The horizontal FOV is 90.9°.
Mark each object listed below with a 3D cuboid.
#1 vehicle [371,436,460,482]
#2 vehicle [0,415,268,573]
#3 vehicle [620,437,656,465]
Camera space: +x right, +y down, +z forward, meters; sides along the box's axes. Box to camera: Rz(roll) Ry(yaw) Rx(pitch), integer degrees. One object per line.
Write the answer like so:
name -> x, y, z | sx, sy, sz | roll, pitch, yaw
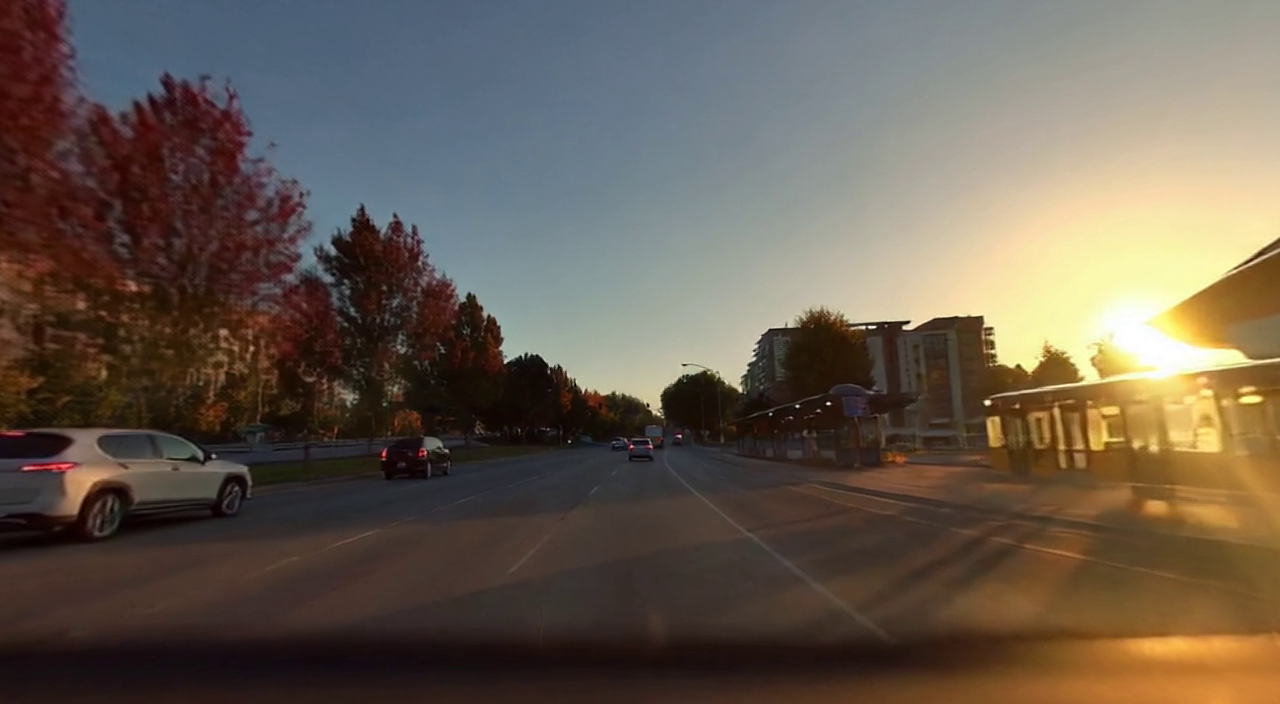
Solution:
vehicle -> -9.434, 4.521, 26.978 | 2.097, 1.782, 4.682 | 0, -8, -1
vehicle -> -8.023, 1.909, 9.335 | 2.181, 1.728, 4.515 | 0, -8, 1
vehicle -> -0.083, 6.826, 43.633 | 2.345, 1.803, 4.261 | 0, -8, 1
